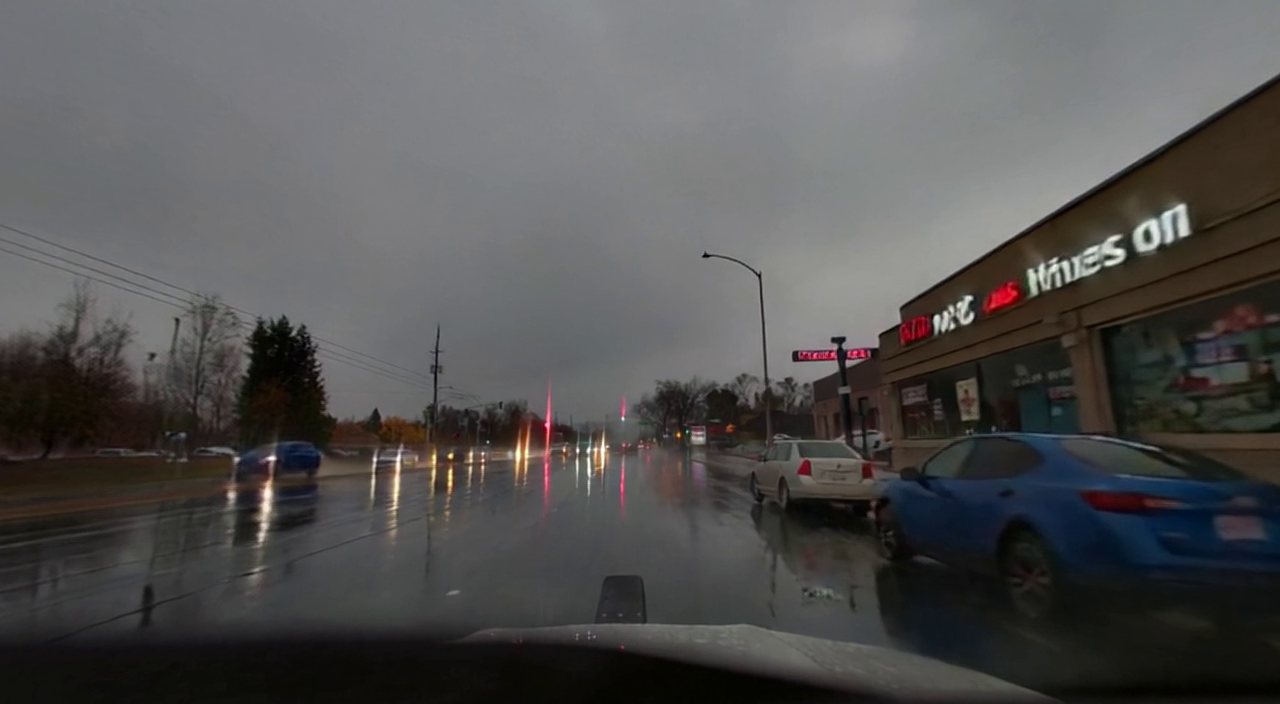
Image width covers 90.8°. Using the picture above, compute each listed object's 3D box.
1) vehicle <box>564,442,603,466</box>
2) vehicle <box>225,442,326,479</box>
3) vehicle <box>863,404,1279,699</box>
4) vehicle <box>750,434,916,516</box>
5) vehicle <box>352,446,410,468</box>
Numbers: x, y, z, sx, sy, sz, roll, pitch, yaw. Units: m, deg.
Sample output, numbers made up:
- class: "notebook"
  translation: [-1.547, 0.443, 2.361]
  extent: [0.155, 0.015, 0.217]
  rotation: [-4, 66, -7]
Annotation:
- class: "vehicle"
  translation: [-3.621, 6.658, 41.440]
  extent: [2.179, 1.490, 4.742]
  rotation: [0, -9, 0]
- class: "vehicle"
  translation: [-17.772, 5.310, 31.124]
  extent: [2.102, 1.679, 4.690]
  rotation: [0, -9, 1]
- class: "vehicle"
  translation: [3.876, 1.390, 5.733]
  extent: [1.922, 1.507, 4.824]
  rotation: [0, -9, 0]
- class: "vehicle"
  translation: [3.924, 2.597, 13.862]
  extent: [2.085, 1.479, 4.633]
  rotation: [0, -9, -1]
- class: "vehicle"
  translation: [-18.586, 7.560, 45.554]
  extent: [2.151, 1.495, 4.703]
  rotation: [0, -9, 0]
